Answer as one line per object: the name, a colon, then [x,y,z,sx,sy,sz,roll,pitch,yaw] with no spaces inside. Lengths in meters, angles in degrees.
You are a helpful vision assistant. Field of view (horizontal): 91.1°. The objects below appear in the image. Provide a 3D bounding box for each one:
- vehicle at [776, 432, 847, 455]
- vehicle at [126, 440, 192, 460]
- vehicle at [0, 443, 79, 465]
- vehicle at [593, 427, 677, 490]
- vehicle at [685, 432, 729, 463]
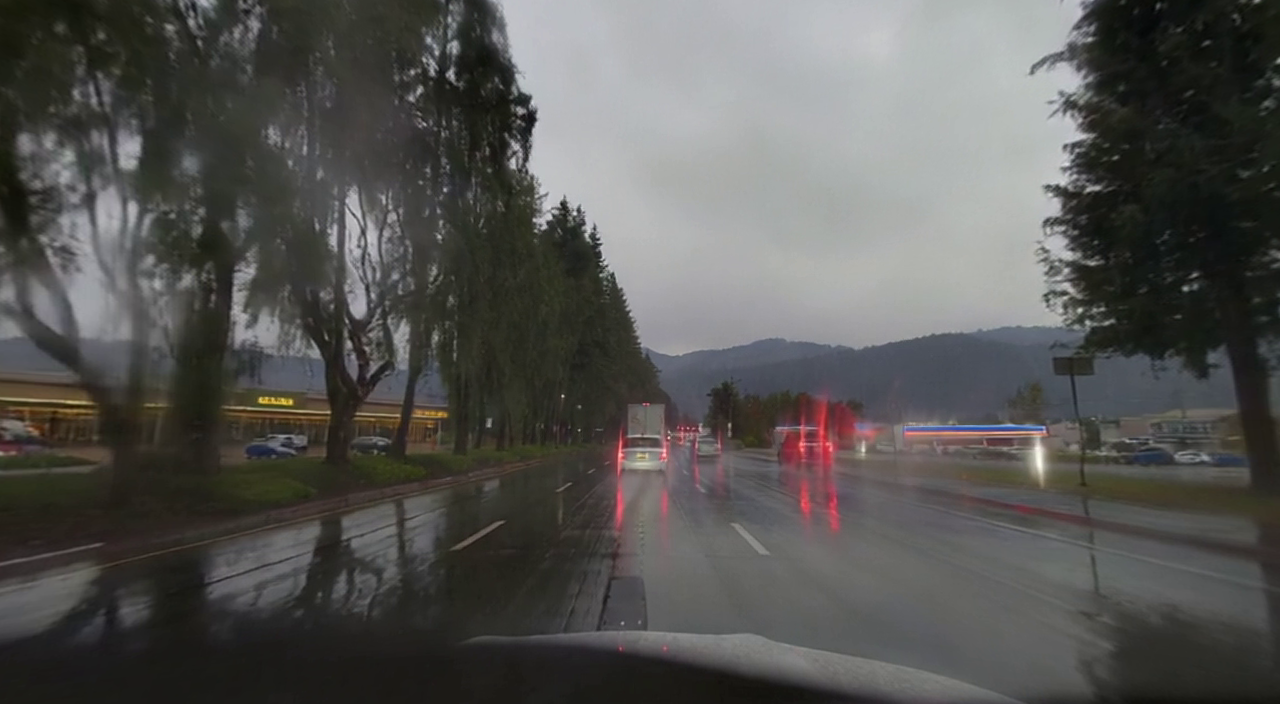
vehicle: [13.234,7.067,48.591,4.887,1.734,2.014,0,-8,2]
vehicle: [-36.860,7.519,48.195,3.640,1.447,1.788,4,-9,-27]
vehicle: [-36.951,6.246,38.592,3.245,1.338,1.536,3,-9,-23]
vehicle: [-0.145,3.083,18.501,2.193,1.651,3.946,0,-8,-1]
vehicle: [3.805,5.531,36.377,2.088,1.655,4.360,0,-8,0]
